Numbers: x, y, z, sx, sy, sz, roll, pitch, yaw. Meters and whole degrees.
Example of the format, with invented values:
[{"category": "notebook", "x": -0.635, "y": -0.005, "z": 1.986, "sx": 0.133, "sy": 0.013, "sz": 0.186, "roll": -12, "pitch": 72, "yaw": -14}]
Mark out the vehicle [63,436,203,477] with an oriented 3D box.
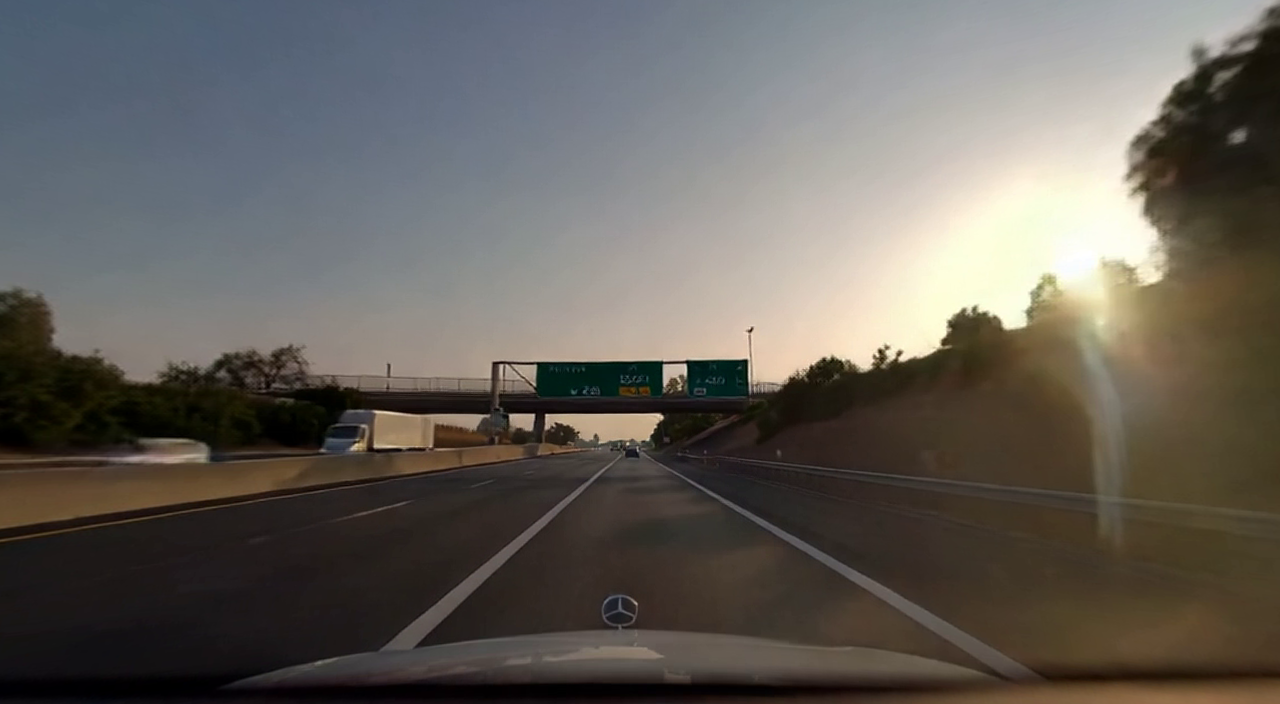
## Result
[{"category": "vehicle", "x": -21.180, "y": 4.366, "z": 26.475, "sx": 2.086, "sy": 1.558, "sz": 4.458, "roll": 0, "pitch": -8, "yaw": 1}]
